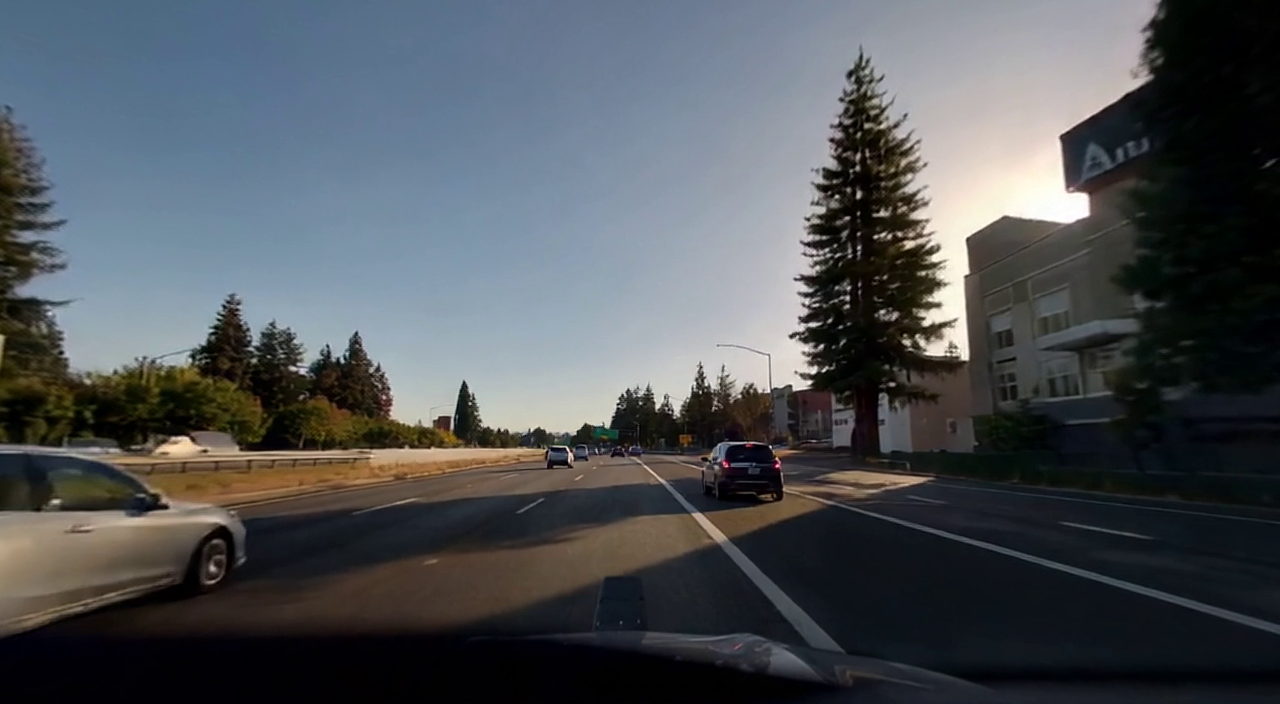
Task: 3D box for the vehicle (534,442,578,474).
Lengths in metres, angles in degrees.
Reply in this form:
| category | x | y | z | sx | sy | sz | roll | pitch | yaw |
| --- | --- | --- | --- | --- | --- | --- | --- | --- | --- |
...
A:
| category | x | y | z | sx | sy | sz | roll | pitch | yaw |
| --- | --- | --- | --- | --- | --- | --- | --- | --- | --- |
| vehicle | -5.047 | 6.446 | 38.763 | 2.160 | 1.794 | 4.646 | 0 | -9 | -1 |

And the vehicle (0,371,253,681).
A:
| category | x | y | z | sx | sy | sz | roll | pitch | yaw |
| --- | --- | --- | --- | --- | --- | --- | --- | --- | --- |
| vehicle | -4.803 | 1.001 | 3.595 | 2.176 | 1.779 | 4.755 | 0 | -9 | 0 |

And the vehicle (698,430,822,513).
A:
| category | x | y | z | sx | sy | sz | roll | pitch | yaw |
| --- | --- | --- | --- | --- | --- | --- | --- | --- | --- |
| vehicle | 2.666 | 2.784 | 15.158 | 1.997 | 1.686 | 4.247 | 0 | -9 | -2 |
